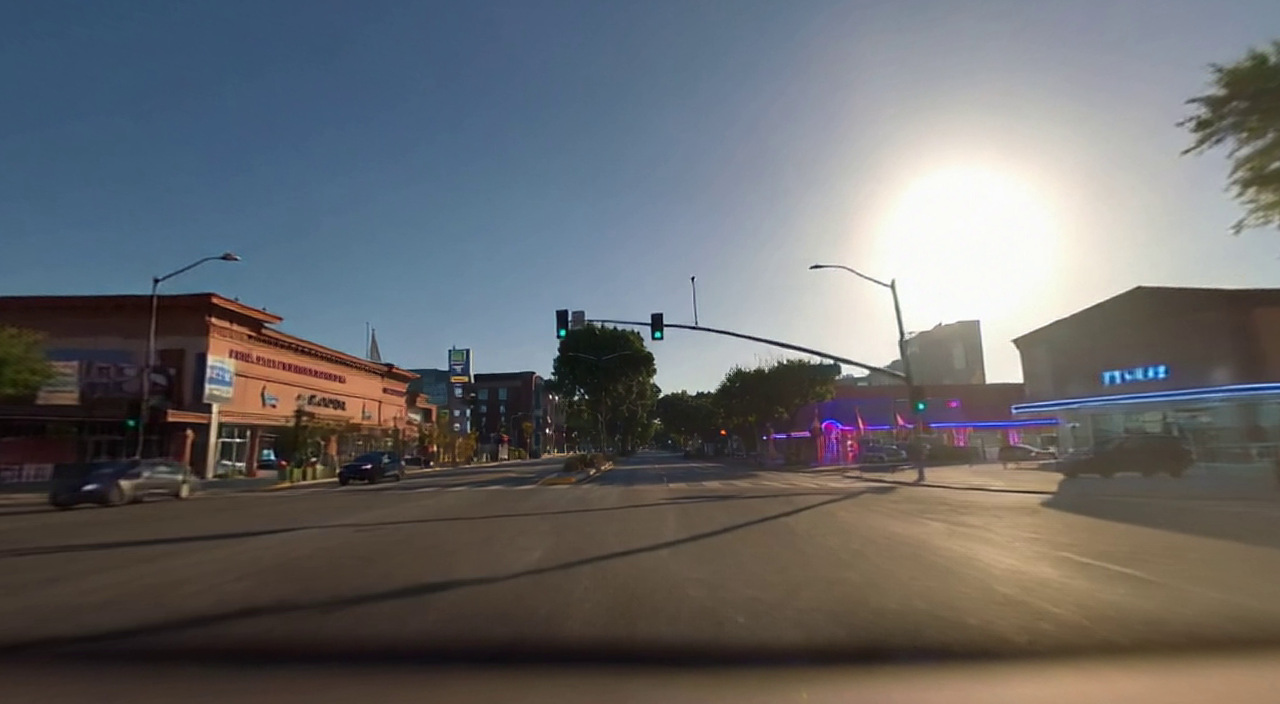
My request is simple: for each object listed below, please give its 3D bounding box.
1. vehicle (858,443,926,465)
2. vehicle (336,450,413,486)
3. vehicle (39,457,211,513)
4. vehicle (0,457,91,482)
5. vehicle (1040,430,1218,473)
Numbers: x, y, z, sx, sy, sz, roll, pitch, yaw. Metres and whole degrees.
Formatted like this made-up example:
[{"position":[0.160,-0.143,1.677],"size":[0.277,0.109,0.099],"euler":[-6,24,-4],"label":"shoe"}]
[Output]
[{"position":[19.801,8.057,49.832],"size":[4.468,1.635,2.017],"euler":[0,-9,-3],"label":"vehicle"},{"position":[-12.979,5.669,31.212],"size":[1.892,1.639,4.311],"euler":[0,-9,1],"label":"vehicle"},{"position":[-16.662,4.284,20.821],"size":[1.924,1.557,4.357],"euler":[0,-9,1],"label":"vehicle"},{"position":[-43.275,8.545,46.153],"size":[2.057,1.628,4.784],"euler":[0,-9,-2],"label":"vehicle"},{"position":[20.870,4.270,27.192],"size":[5.587,1.689,2.605],"euler":[0,-9,-3],"label":"vehicle"}]
